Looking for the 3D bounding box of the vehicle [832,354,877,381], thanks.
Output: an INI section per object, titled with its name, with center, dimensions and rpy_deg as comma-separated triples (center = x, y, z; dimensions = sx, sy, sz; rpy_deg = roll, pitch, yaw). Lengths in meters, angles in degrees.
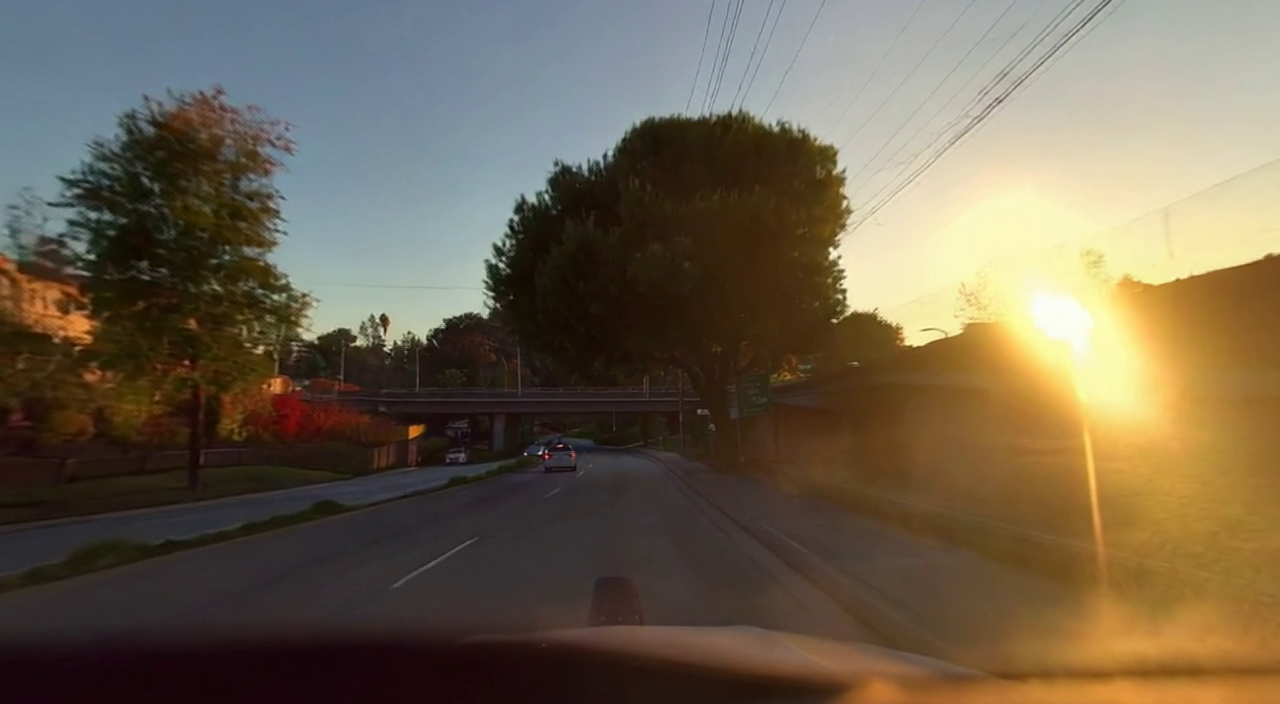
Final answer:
[vehicle]
center = 15.810, 1.219, 46.815
dimensions = 2.058, 1.475, 4.587
rpy_deg = 2, -7, 4
